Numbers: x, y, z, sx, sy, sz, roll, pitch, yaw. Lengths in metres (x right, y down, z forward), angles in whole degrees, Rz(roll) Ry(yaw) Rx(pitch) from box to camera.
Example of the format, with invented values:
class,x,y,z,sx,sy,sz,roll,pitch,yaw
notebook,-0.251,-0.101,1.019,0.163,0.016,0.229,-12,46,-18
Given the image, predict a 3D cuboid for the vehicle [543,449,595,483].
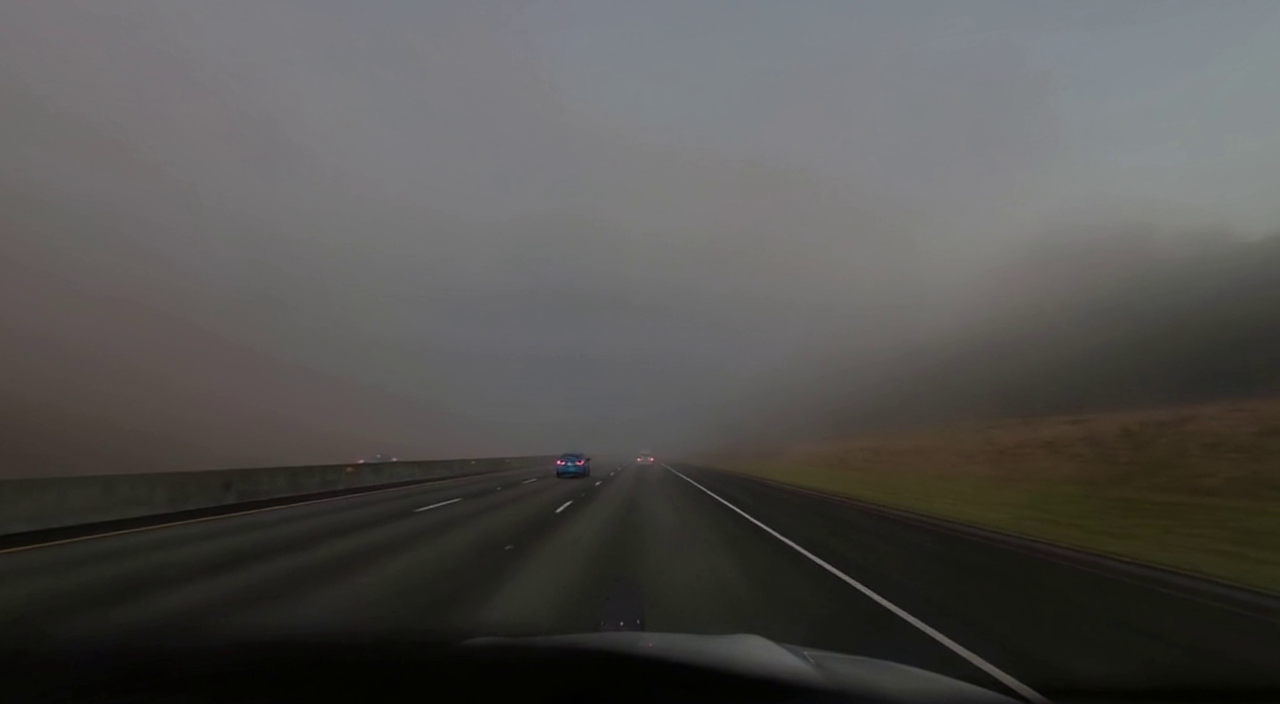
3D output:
class,x,y,z,sx,sy,sz,roll,pitch,yaw
vehicle,-3.324,5.444,30.327,1.978,1.498,4.080,0,-9,0
